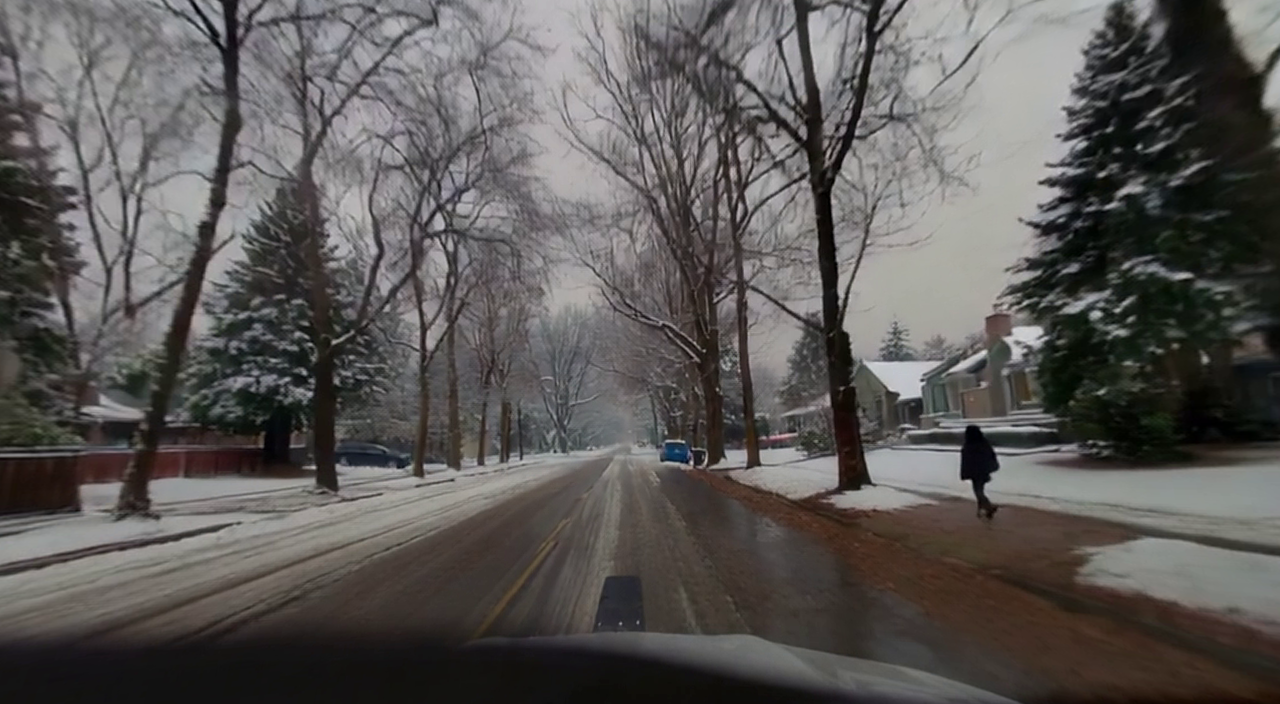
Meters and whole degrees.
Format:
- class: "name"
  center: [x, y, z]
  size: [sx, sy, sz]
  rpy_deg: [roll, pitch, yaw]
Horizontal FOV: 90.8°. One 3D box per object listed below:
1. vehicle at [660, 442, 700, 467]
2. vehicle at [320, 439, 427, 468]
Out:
- class: "vehicle"
  center: [2.377, 6.250, 38.758]
  size: [2.022, 1.455, 4.406]
  rpy_deg: [0, -8, -2]
- class: "vehicle"
  center: [-17.114, 6.566, 40.810]
  size: [5.902, 1.796, 2.183]
  rpy_deg: [0, -8, -2]
